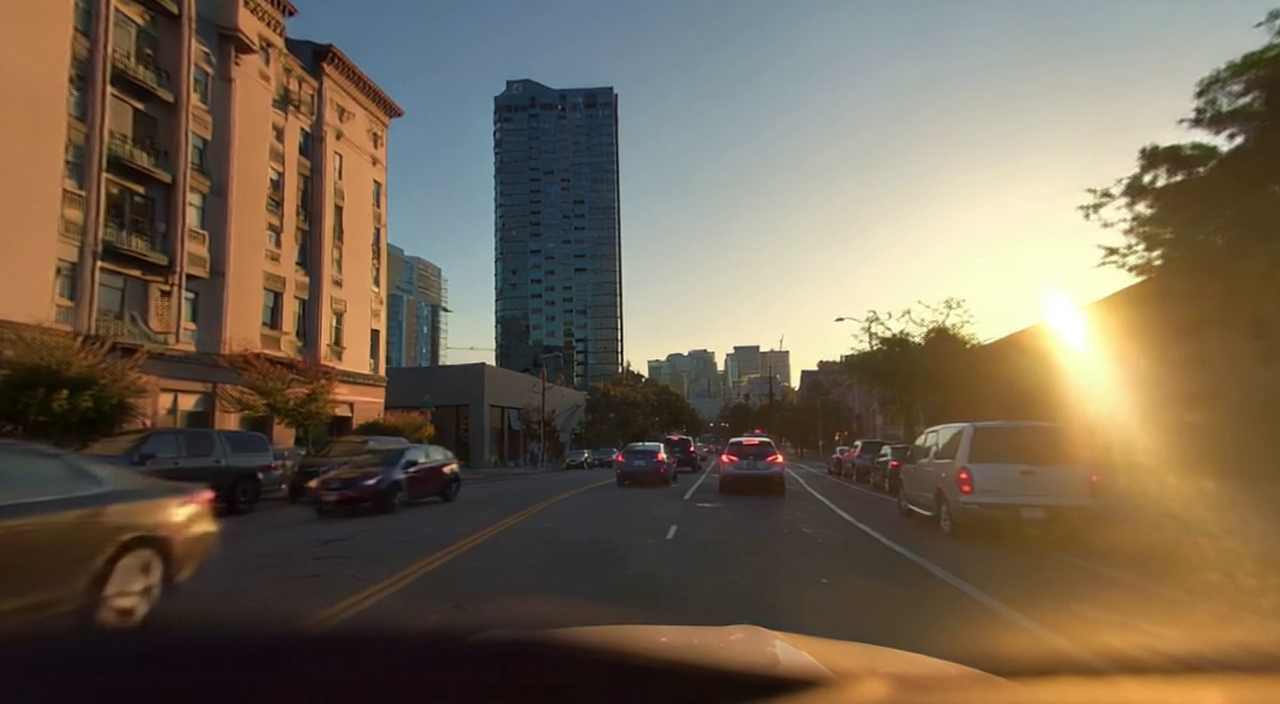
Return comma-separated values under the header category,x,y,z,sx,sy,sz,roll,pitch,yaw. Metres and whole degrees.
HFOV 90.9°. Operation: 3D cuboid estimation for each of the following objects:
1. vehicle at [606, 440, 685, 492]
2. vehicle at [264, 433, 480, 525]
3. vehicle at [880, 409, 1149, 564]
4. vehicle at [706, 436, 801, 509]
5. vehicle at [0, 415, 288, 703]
category,x,y,z,sx,sy,sz,roll,pitch,yaw
vehicle,0.270,3.517,19.833,2.031,1.461,3.763,-1,-8,8
vehicle,-5.261,2.515,13.190,2.086,1.565,4.281,-1,-8,10
vehicle,5.264,1.901,9.749,2.088,1.775,4.454,-2,-8,11
vehicle,2.762,2.866,15.550,1.982,1.510,4.144,-1,-8,9
vehicle,-4.124,1.047,3.022,2.028,1.478,4.682,0,-8,2
